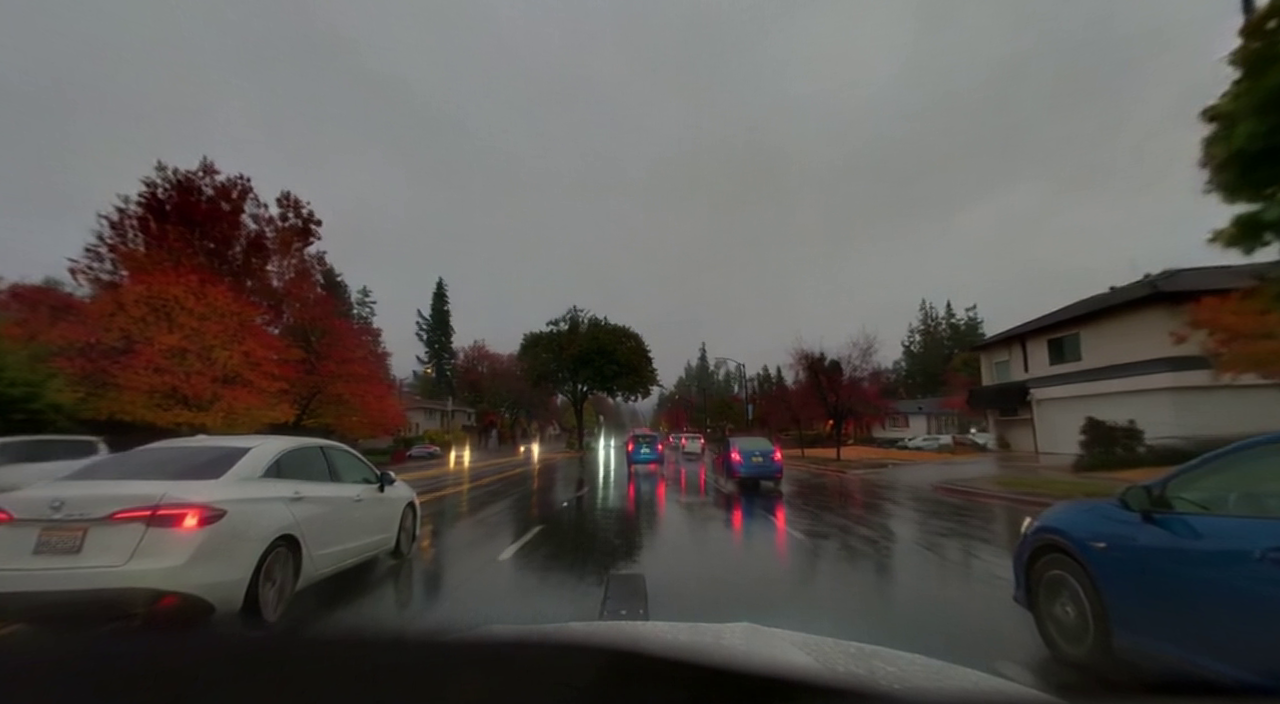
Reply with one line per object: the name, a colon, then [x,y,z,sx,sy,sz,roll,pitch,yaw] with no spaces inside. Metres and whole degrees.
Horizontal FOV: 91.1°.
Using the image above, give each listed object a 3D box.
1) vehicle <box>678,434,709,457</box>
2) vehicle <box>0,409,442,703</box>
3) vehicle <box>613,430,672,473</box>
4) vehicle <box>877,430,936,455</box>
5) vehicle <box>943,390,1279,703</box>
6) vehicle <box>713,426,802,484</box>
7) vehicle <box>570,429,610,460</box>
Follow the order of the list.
vehicle: [4.208,7.431,49.961,2.067,1.687,4.163,0,-8,-1]
vehicle: [-3.494,1.369,5.418,1.997,1.479,4.547,0,-8,1]
vehicle: [0.099,4.161,26.416,2.293,1.662,4.262,0,-8,0]
vehicle: [18.214,6.273,43.104,1.767,1.400,4.107,-4,-10,-7]
vehicle: [3.384,0.926,2.586,2.060,1.474,4.475,0,-8,1]
vehicle: [3.661,3.324,20.504,2.019,1.675,4.488,0,-8,0]
vehicle: [-3.403,6.467,43.876,2.246,2.062,5.123,0,-8,1]
